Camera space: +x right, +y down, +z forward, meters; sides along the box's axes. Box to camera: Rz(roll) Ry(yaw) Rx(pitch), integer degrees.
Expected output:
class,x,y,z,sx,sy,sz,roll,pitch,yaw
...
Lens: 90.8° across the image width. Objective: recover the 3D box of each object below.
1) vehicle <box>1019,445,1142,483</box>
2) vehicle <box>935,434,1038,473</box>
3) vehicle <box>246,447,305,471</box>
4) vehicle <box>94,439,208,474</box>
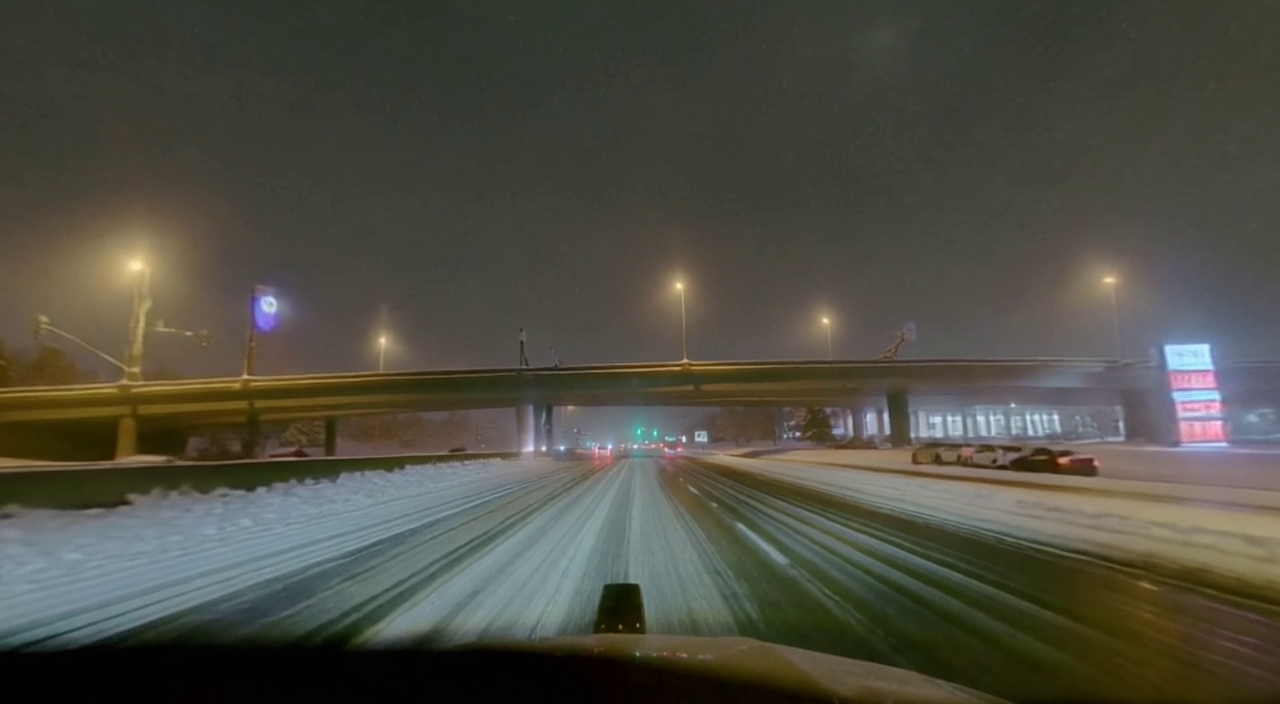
class,x,y,z,sx,sy,sz,roll,pitch,yaw
vehicle,18.332,4.643,26.606,1.858,1.432,4.563,0,-8,0
vehicle,18.455,5.436,34.115,2.128,1.915,5.821,0,-8,-2
vehicle,-22.366,6.554,38.917,1.498,1.362,3.409,0,-8,1
vehicle,-29.709,6.334,38.695,2.271,1.986,5.762,0,-8,1
